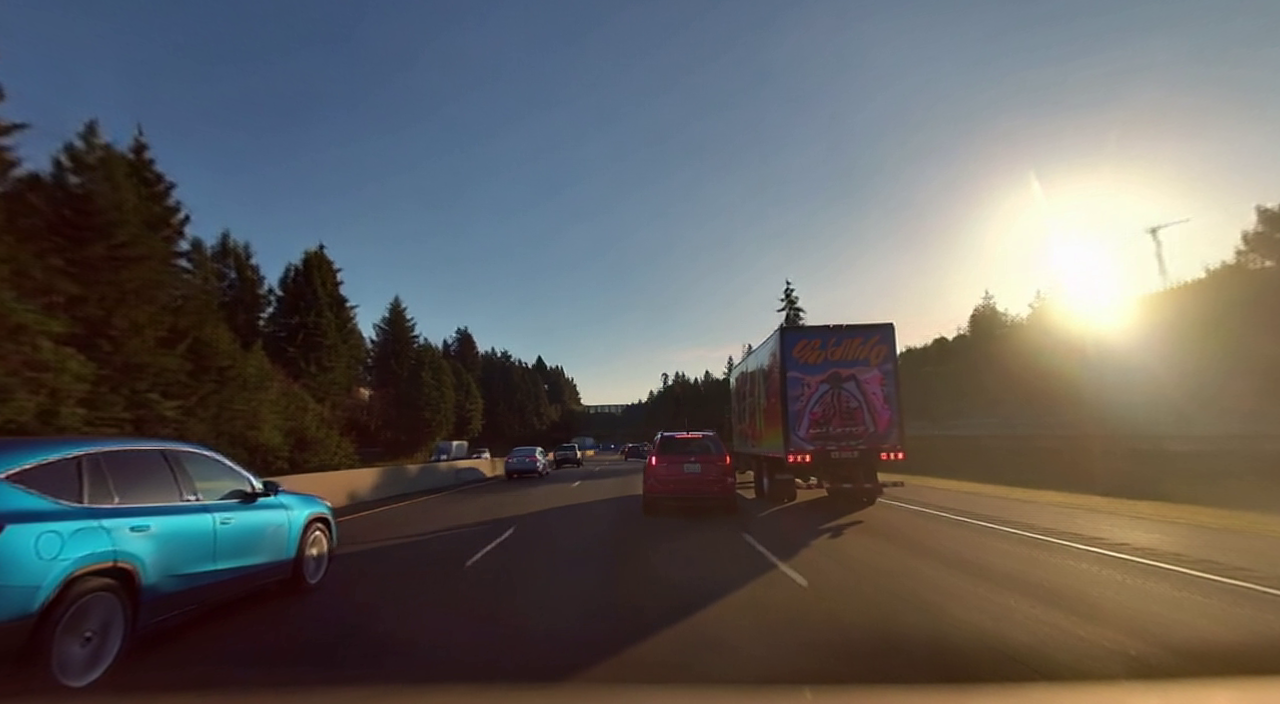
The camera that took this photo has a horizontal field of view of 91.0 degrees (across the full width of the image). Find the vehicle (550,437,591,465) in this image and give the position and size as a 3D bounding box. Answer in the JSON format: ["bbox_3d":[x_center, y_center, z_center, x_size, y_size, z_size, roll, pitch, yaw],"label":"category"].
[{"bbox_3d":[-4.276,6.163,39.340,2.014,1.683,4.275,0,-8,1],"label":"vehicle"}]

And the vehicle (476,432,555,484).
[{"bbox_3d":[-4.231,3.641,21.945,1.905,1.642,3.803,0,-8,1],"label":"vehicle"}]

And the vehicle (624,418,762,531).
[{"bbox_3d":[0.745,2.089,11.223,2.017,1.662,3.543,0,-8,-2],"label":"vehicle"}]

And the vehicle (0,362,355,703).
[{"bbox_3d":[-4.014,1.076,4.292,1.983,1.666,4.452,0,-8,1],"label":"vehicle"}]

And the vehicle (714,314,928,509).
[{"bbox_3d":[4.587,2.225,20.301,2.828,4.081,14.220,0,-8,0],"label":"vehicle"}]
